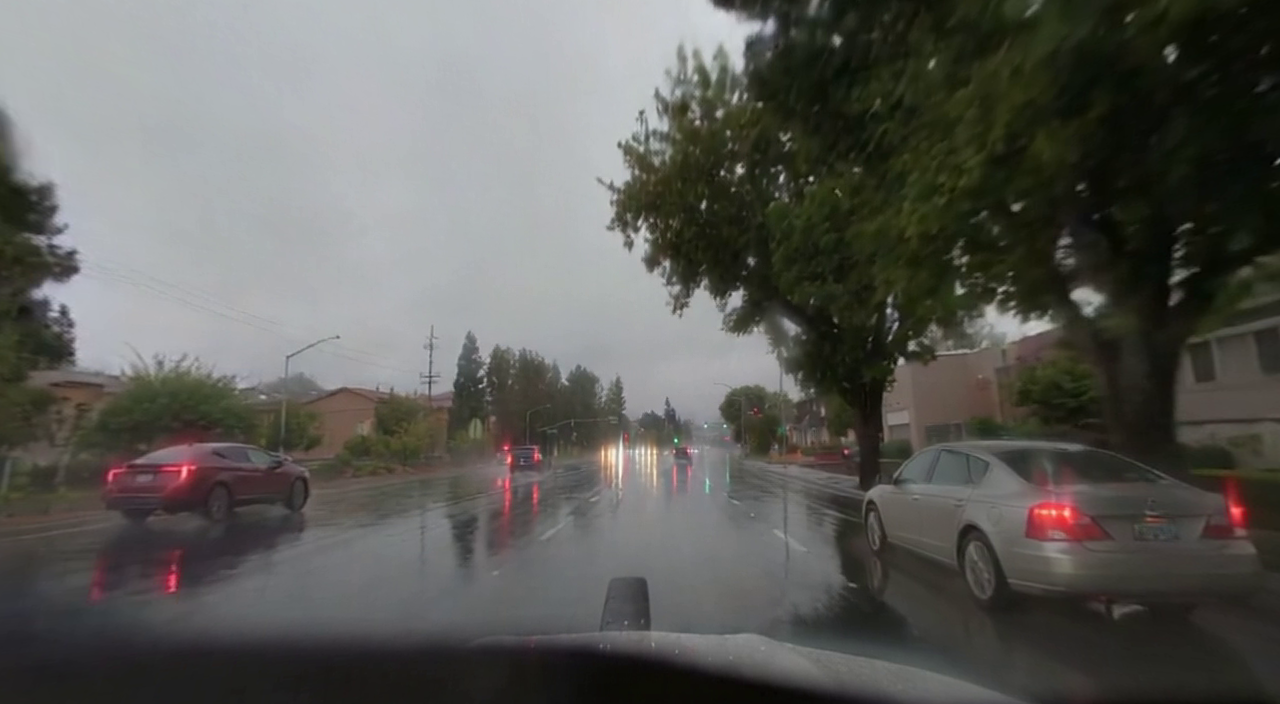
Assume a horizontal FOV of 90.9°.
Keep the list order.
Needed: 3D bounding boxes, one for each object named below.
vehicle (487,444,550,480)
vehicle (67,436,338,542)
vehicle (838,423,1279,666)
[{"bbox_3d":[-5.826,5.340,30.788,1.988,1.597,4.404,-1,-9,3],"label":"vehicle"},{"bbox_3d":[-7.615,2.411,11.700,1.951,1.554,4.444,0,-9,-2],"label":"vehicle"},{"bbox_3d":[3.716,1.580,6.341,2.003,1.494,4.705,0,-9,1],"label":"vehicle"}]
